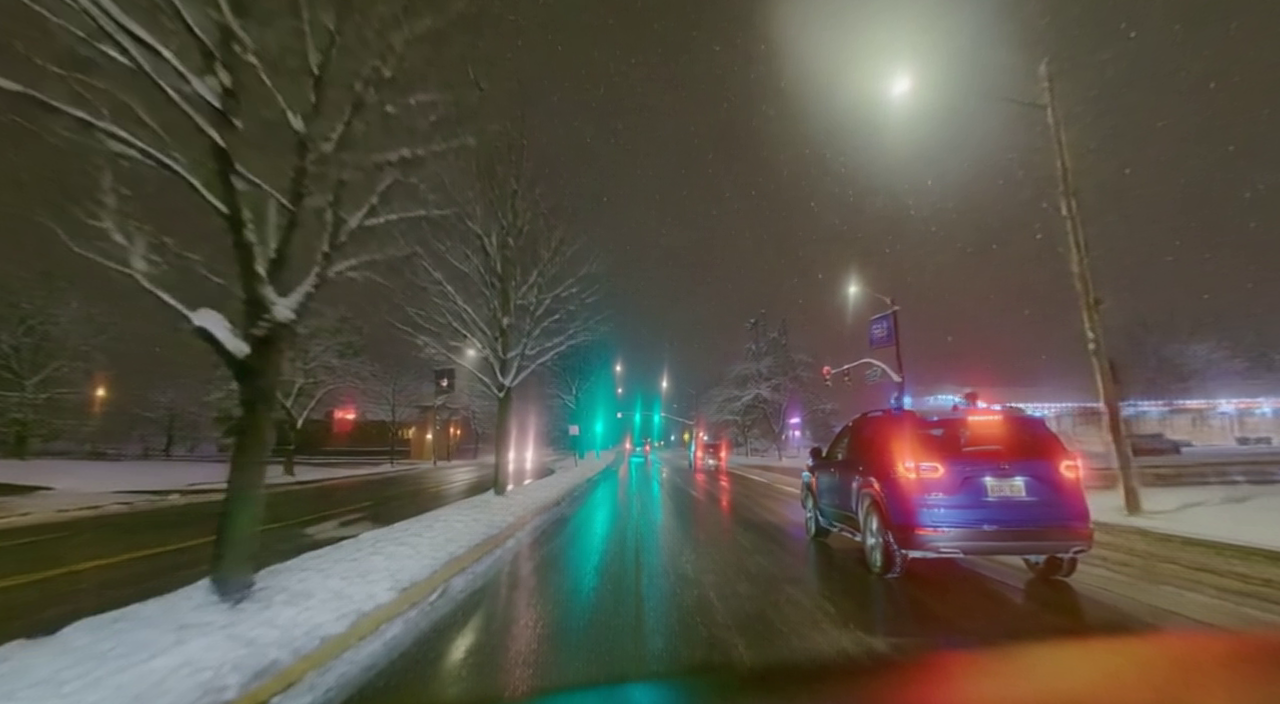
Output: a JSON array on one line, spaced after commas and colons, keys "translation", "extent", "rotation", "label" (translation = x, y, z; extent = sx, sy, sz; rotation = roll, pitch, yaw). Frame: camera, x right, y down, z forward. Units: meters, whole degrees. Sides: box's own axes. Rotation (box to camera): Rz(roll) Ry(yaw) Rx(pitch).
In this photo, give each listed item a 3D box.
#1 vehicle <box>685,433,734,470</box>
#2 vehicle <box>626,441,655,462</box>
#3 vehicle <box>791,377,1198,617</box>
[{"translation": [3.661, 5.355, 34.079], "extent": [2.085, 1.828, 5.383], "rotation": [0, -8, 1], "label": "vehicle"}, {"translation": [0.047, 7.512, 47.790], "extent": [2.131, 1.474, 4.146], "rotation": [0, -8, 0], "label": "vehicle"}, {"translation": [3.288, 1.439, 7.146], "extent": [2.033, 1.865, 4.360], "rotation": [0, -8, 0], "label": "vehicle"}]
